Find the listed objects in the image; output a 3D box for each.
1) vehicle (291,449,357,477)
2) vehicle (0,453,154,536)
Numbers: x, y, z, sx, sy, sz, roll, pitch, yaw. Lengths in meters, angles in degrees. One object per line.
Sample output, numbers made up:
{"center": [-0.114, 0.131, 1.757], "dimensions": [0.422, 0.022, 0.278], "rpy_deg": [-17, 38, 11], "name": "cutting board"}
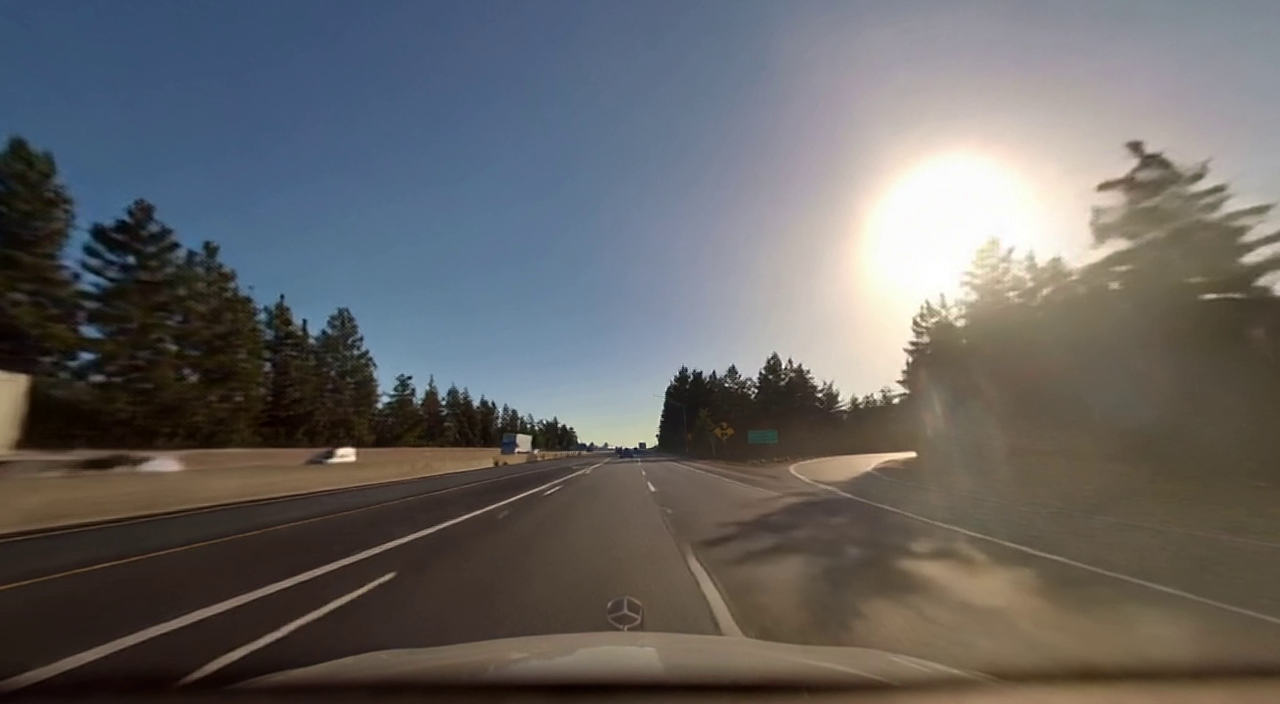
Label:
{"center": [-19.315, 6.758, 38.750], "dimensions": [1.894, 1.632, 4.208], "rpy_deg": [0, -9, -1], "name": "vehicle"}
{"center": [-12.322, 2.817, 12.935], "dimensions": [1.706, 1.442, 3.740], "rpy_deg": [0, -9, 0], "name": "vehicle"}
